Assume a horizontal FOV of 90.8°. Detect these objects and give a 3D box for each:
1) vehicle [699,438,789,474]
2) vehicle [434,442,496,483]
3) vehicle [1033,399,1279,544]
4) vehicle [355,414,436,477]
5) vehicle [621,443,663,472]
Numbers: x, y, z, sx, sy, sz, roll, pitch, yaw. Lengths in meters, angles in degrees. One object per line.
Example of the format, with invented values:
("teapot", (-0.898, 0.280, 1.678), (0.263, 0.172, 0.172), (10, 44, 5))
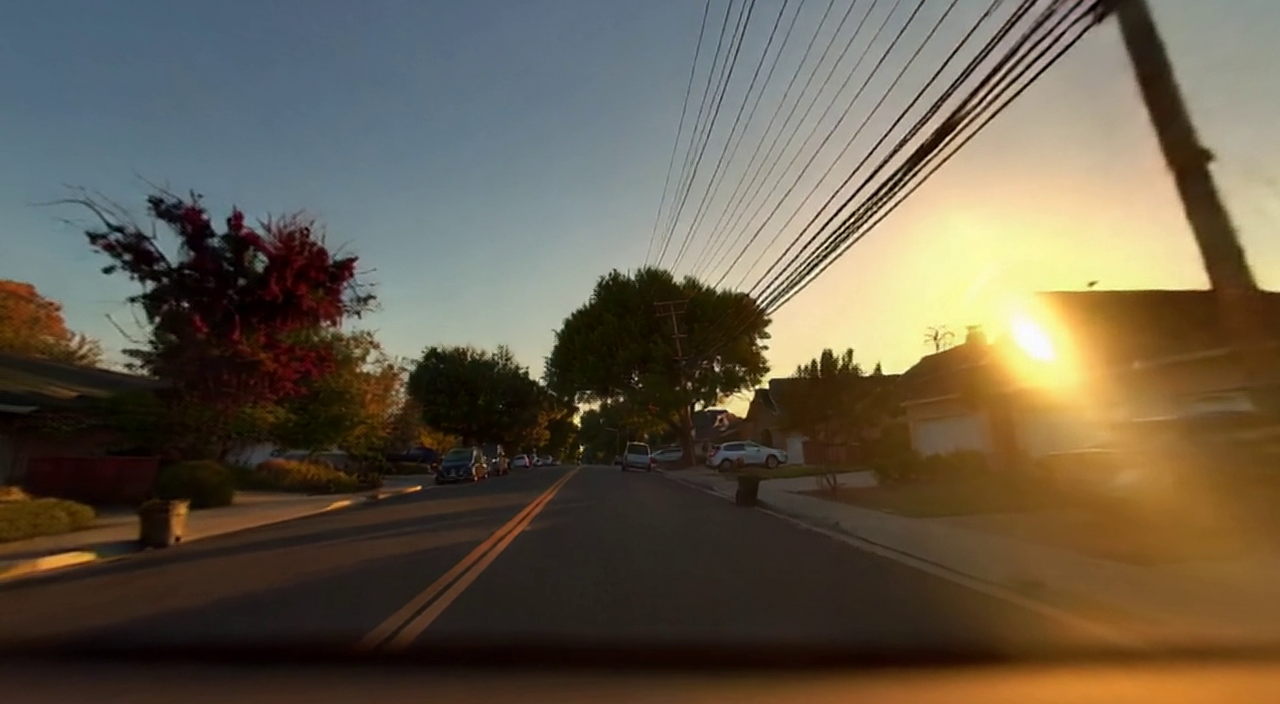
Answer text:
("vehicle", (5.825, 5.903, 35.722), (4.489, 1.812, 2.056), (0, -14, -8))
("vehicle", (-8.512, 5.500, 31.110), (2.046, 1.777, 4.473), (-2, -12, -4))
("vehicle", (8.502, 1.632, 9.090), (4.337, 1.768, 1.962), (-1, -9, -3))
("vehicle", (-13.826, 5.407, 36.484), (2.781, 3.221, 7.995), (2, -9, -10))
("vehicle", (0.042, 7.461, 44.850), (2.203, 1.952, 5.111), (2, -9, -9))
